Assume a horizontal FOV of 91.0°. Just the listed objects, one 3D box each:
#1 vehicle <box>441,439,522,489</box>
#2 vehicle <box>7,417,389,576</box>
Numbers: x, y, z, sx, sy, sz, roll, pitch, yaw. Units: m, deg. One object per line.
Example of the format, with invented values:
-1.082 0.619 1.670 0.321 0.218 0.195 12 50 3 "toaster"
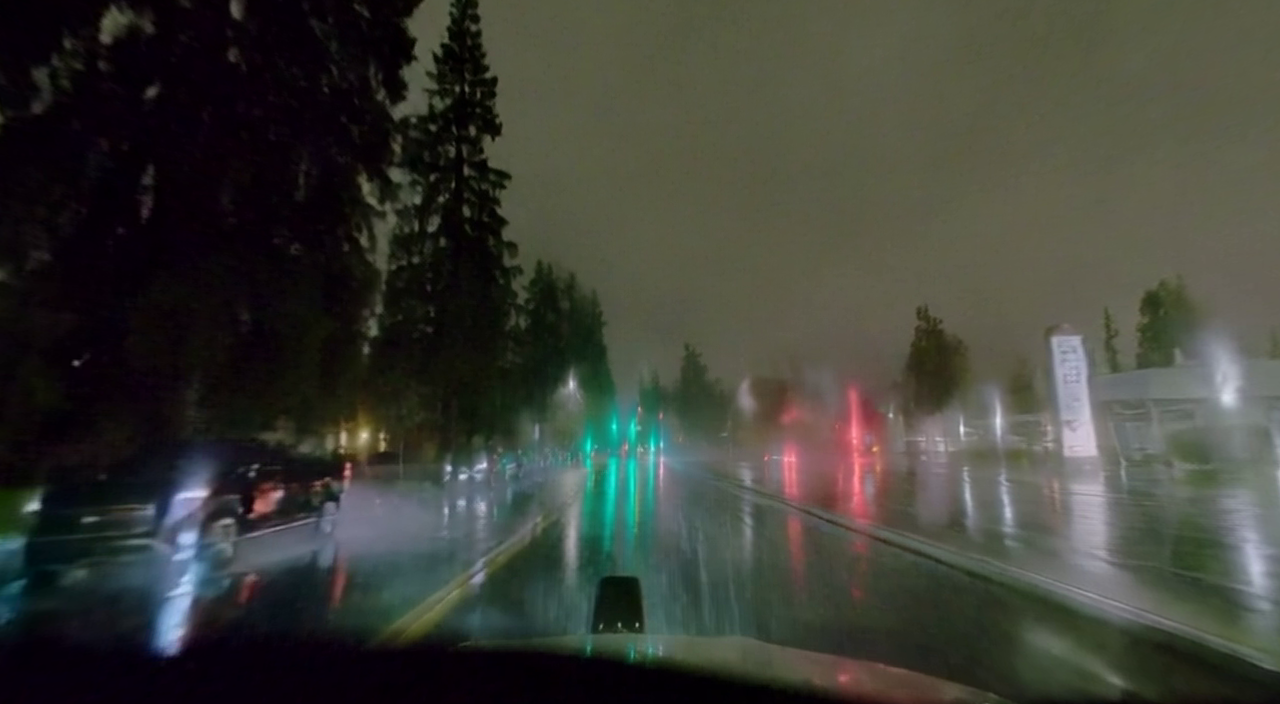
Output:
-6.583 4.697 26.830 2.020 1.842 5.116 1 -8 1 "vehicle"
-6.504 2.159 10.502 2.350 1.892 5.542 1 -8 0 "vehicle"
